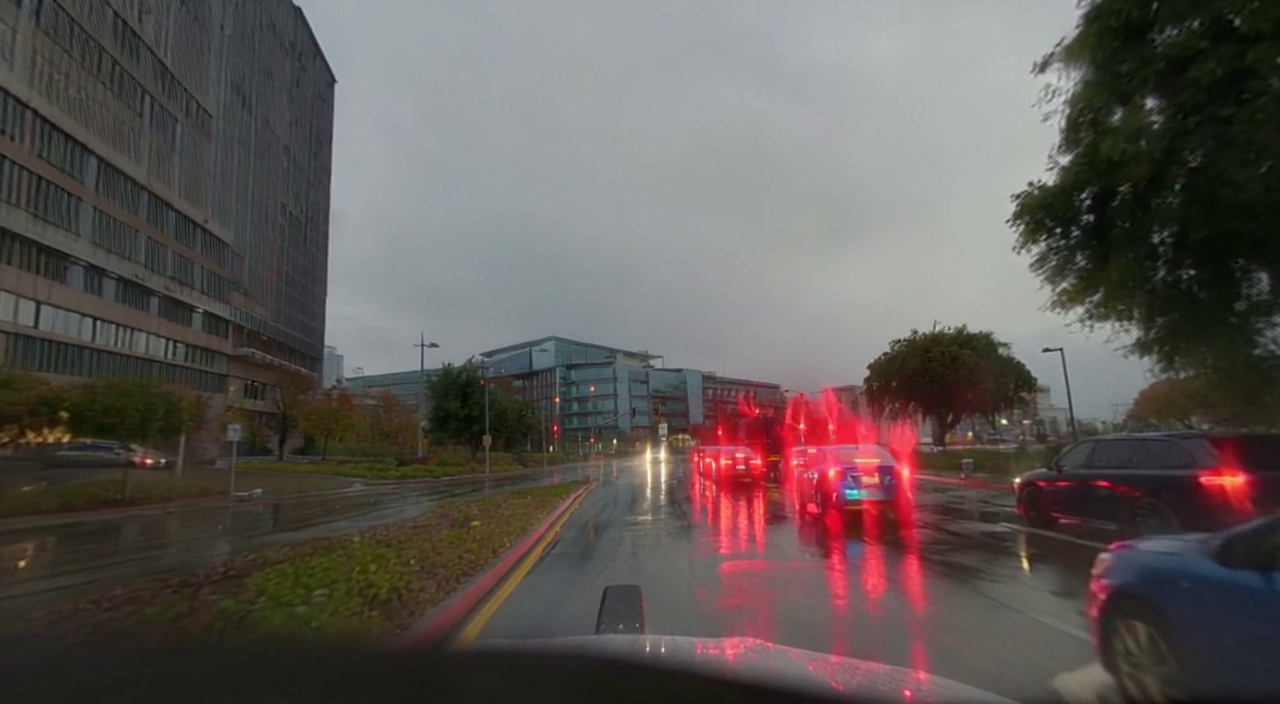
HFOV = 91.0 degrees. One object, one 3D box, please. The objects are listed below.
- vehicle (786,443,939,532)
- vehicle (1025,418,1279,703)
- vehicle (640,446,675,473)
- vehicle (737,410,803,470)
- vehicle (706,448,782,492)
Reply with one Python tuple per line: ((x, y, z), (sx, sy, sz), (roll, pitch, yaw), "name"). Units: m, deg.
((4.655, 2.858, 14.083), (2.089, 1.609, 4.922), (-1, -9, 6), "vehicle")
((3.196, 0.932, 1.839), (2.032, 1.490, 3.871), (-1, -9, 7), "vehicle")
((1.223, 7.214, 42.409), (2.121, 1.728, 4.161), (-1, -9, 4), "vehicle")
((8.954, 6.418, 45.209), (3.128, 3.616, 13.736), (-1, -9, 6), "vehicle")
((4.031, 4.627, 25.070), (2.183, 1.553, 3.923), (0, -9, -3), "vehicle")
